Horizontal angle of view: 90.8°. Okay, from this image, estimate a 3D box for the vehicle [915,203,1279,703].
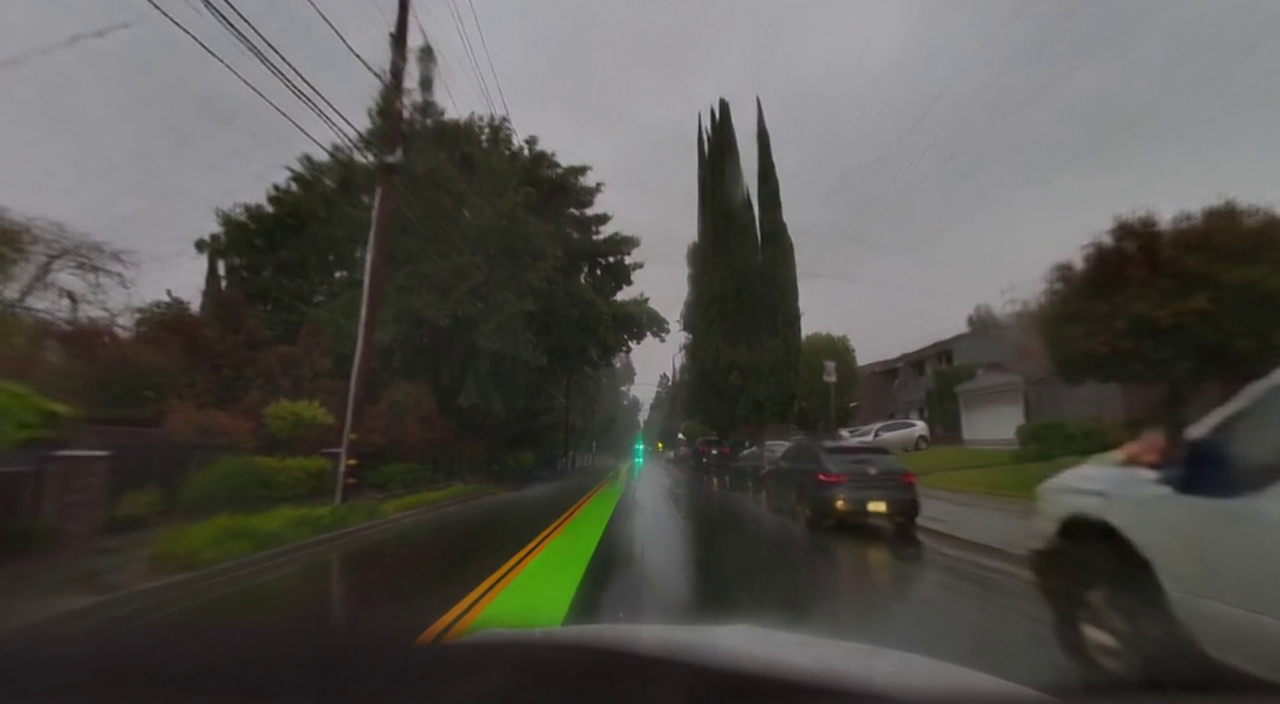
[{"bbox_3d":[3.266,0.528,1.881,2.347,2.070,5.735,0,-8,1],"label":"vehicle"}]

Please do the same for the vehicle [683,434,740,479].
[{"bbox_3d":[3.296,4.941,30.100,2.020,1.900,5.202,0,-8,-1],"label":"vehicle"}]

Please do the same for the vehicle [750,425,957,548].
[{"bbox_3d":[3.330,2.202,11.153,1.848,1.624,5.200,0,-8,0],"label":"vehicle"}]
